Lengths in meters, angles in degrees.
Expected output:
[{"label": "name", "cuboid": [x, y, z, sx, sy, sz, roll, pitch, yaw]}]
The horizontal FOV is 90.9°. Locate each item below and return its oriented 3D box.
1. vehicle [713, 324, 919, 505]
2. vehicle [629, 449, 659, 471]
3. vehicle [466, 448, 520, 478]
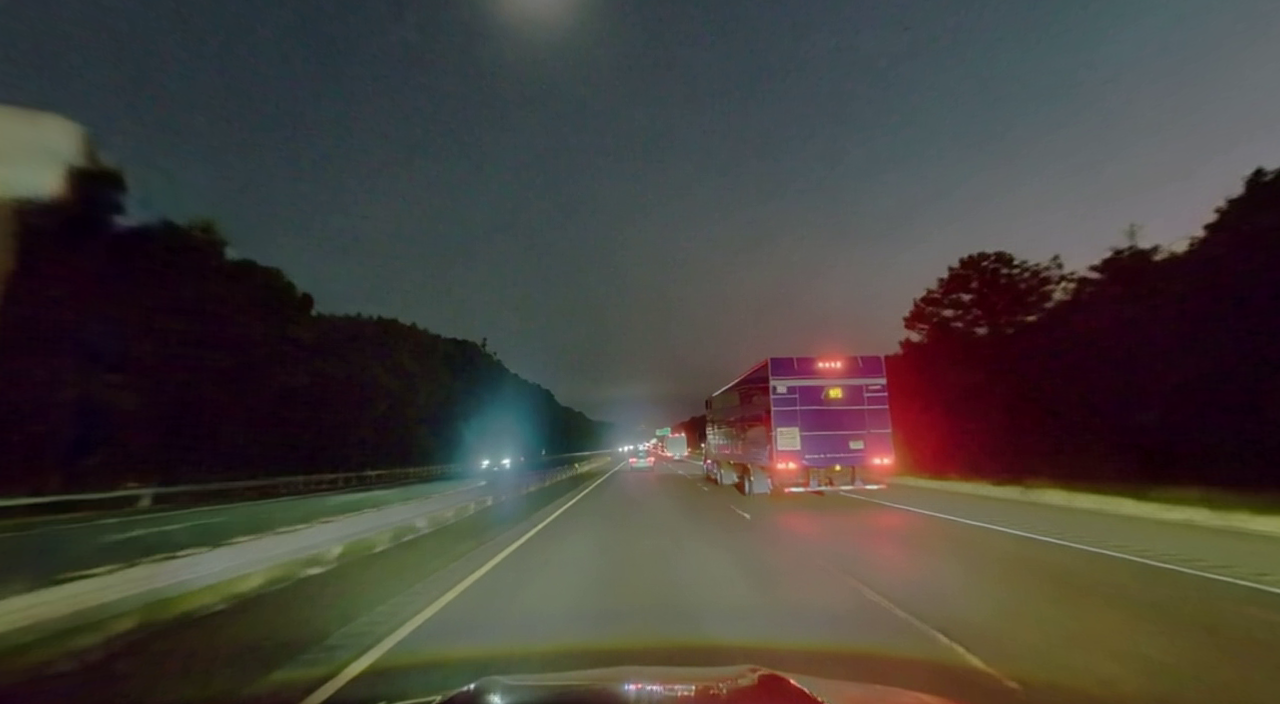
[{"label": "vehicle", "cuboid": [4.811, 2.497, 21.543, 2.939, 4.129, 14.300, 0, -9, 0]}, {"label": "vehicle", "cuboid": [0.250, 7.213, 42.273, 1.926, 1.386, 3.615, 0, -9, 0]}, {"label": "vehicle", "cuboid": [-8.453, 6.442, 36.706, 2.081, 1.624, 4.314, 0, -9, 0]}]
